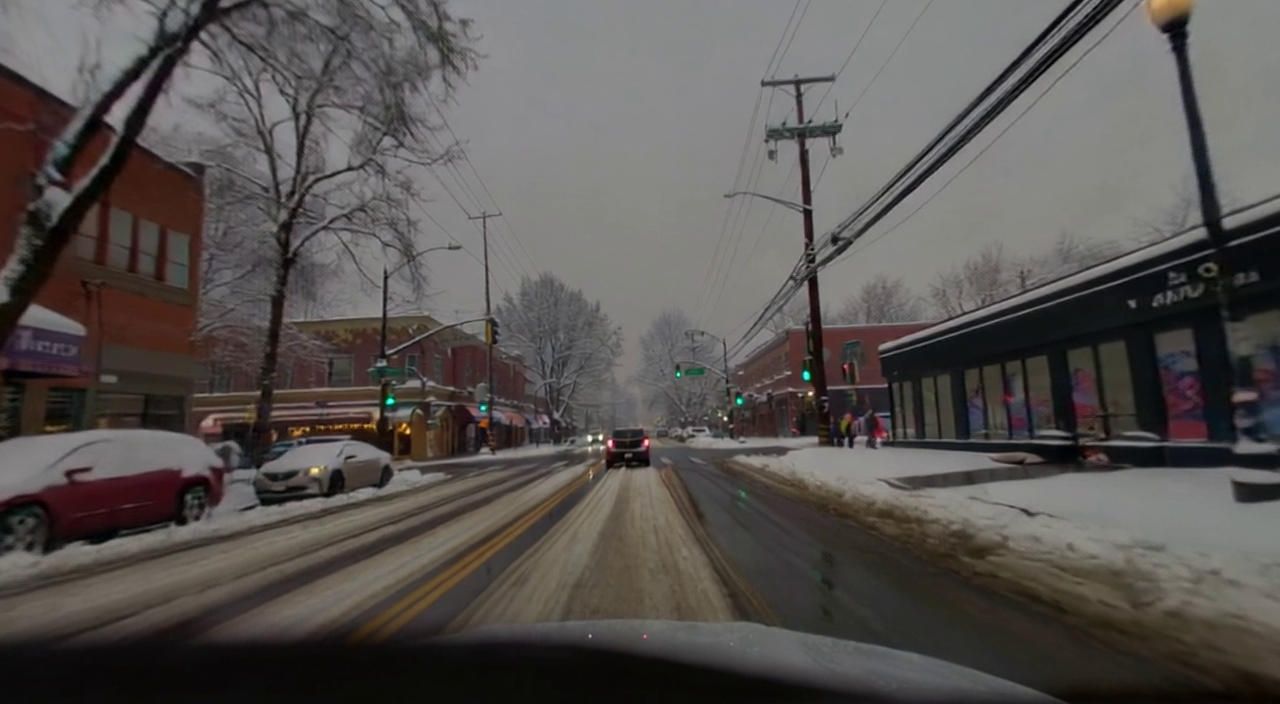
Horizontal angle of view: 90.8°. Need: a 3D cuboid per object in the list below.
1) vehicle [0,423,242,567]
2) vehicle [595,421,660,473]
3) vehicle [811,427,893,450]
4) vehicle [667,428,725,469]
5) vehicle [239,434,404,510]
[{"bbox_3d":[-9.665,2.285,10.954,1.980,1.931,5.487,0,-8,-1],"label":"vehicle"},{"bbox_3d":[-0.497,3.742,25.101,2.301,1.854,4.919,0,-8,-1],"label":"vehicle"},{"bbox_3d":[14.033,5.761,41.999,4.713,1.493,1.875,0,-8,-4],"label":"vehicle"},{"bbox_3d":[2.325,4.128,27.197,1.998,1.580,4.015,0,-8,-2],"label":"vehicle"},{"bbox_3d":[-9.683,3.670,20.024,2.048,1.985,6.011,0,-8,0],"label":"vehicle"}]
